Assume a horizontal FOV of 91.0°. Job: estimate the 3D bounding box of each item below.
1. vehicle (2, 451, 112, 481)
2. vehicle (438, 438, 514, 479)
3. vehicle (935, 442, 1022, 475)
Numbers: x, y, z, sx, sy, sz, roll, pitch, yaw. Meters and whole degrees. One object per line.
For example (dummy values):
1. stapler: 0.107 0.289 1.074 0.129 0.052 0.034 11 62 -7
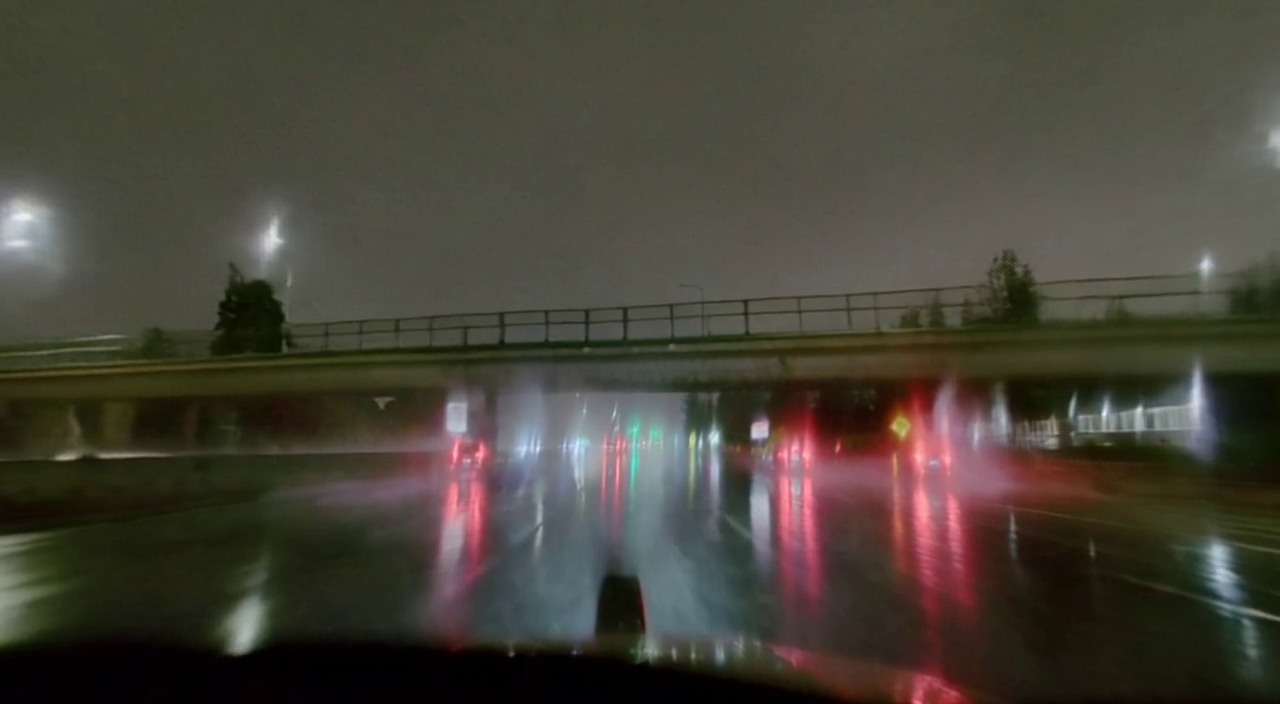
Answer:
1. vehicle: -32.117 6.272 34.867 1.805 1.490 4.440 0 -9 0
2. vehicle: -6.705 4.400 26.258 1.985 1.513 4.172 0 -9 0
3. vehicle: 17.508 5.491 32.849 1.884 1.567 4.692 0 -8 -1
